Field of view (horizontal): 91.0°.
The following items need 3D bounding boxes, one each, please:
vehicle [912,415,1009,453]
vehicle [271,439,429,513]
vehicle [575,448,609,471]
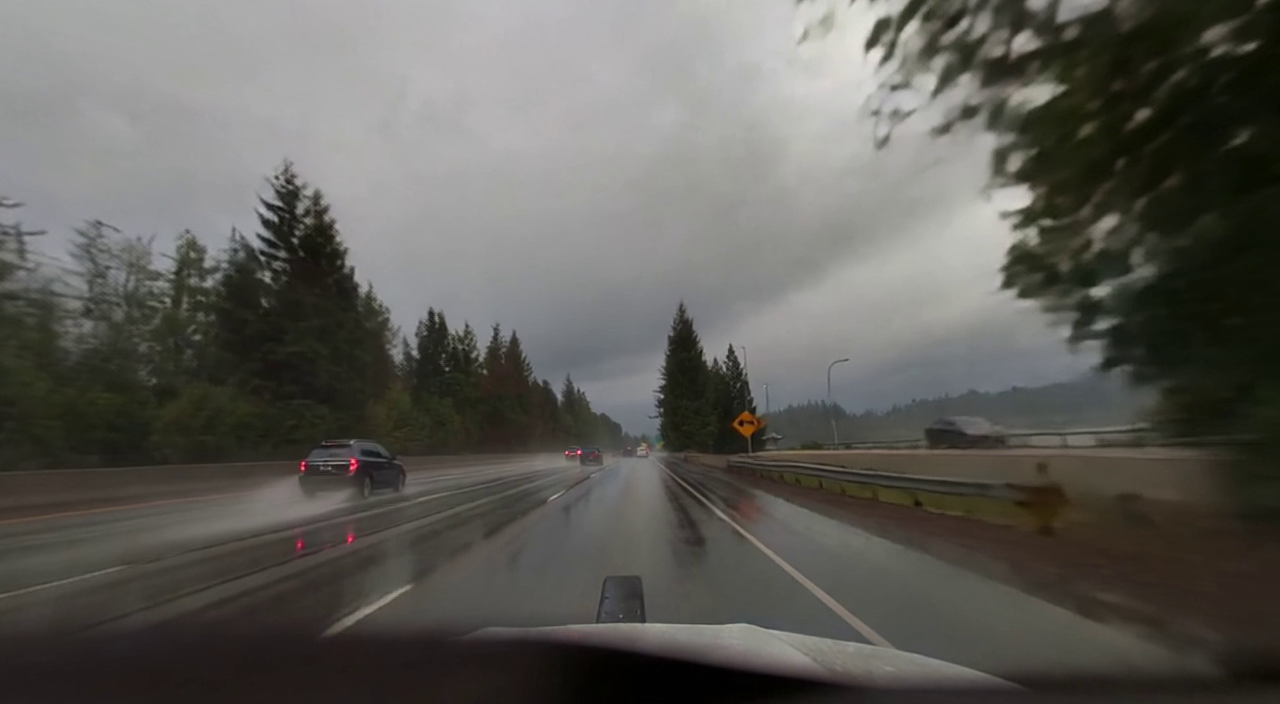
[{"bbox_3d":[13.854,3.648,27.577,1.875,1.529,4.740,0,-9,2],"label":"vehicle"},{"bbox_3d":[-7.168,3.089,16.149,2.007,1.616,4.141,0,-9,1],"label":"vehicle"},{"bbox_3d":[-3.503,7.979,46.941,2.104,1.558,4.639,0,-9,0],"label":"vehicle"}]
